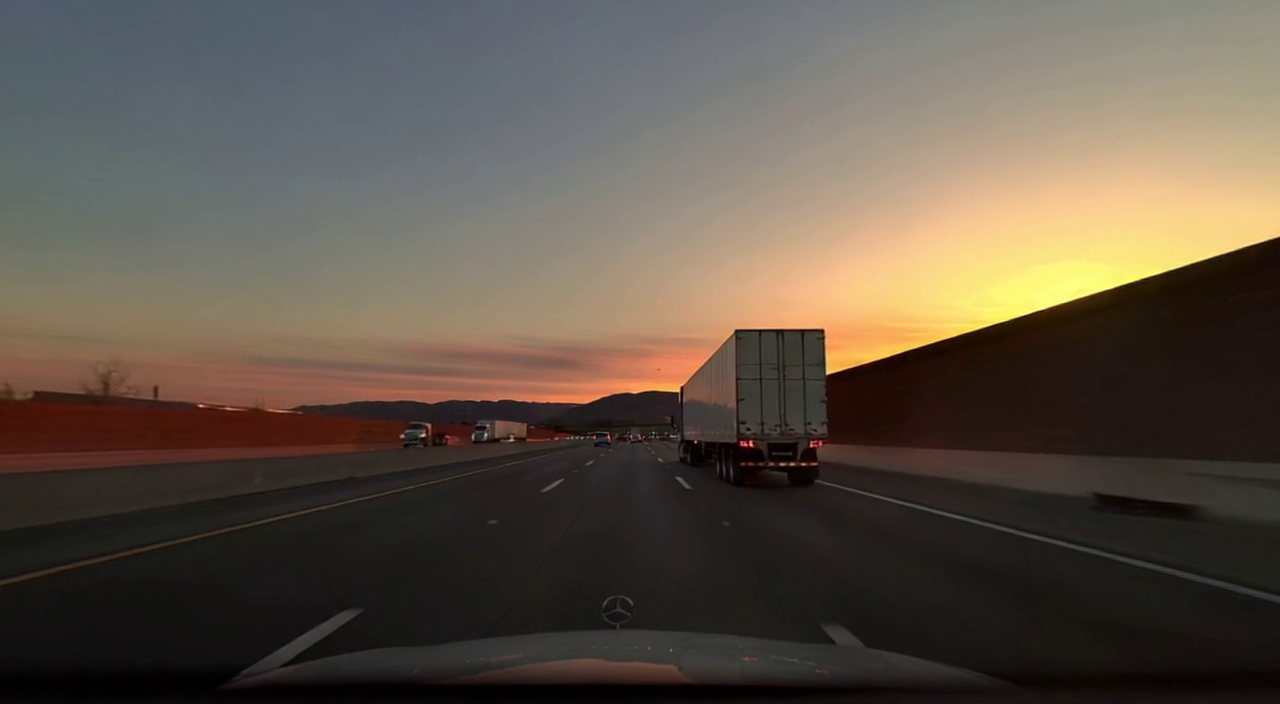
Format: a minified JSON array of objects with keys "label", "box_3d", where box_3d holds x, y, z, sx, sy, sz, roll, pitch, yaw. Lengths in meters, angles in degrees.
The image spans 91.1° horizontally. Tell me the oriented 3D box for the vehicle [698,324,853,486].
[{"label":"vehicle","box_3d":[3.716,1.853,19.802,2.859,3.981,8.596,0,-8,0]}]
